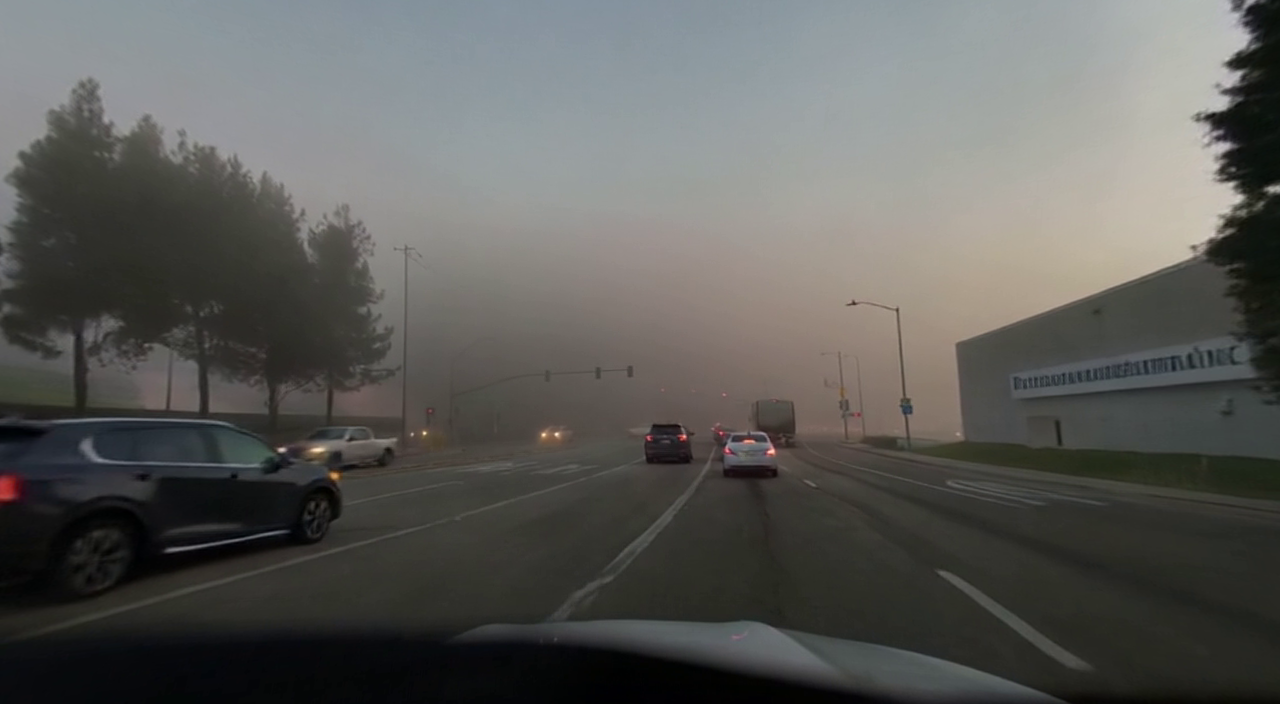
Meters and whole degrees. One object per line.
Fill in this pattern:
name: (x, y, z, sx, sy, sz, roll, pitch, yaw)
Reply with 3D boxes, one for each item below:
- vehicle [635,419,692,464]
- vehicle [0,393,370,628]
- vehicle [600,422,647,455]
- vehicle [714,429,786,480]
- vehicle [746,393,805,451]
vehicle: (1.175, 4.207, 29.458, 2.188, 1.892, 4.488, -1, -9, 8)
vehicle: (-4.841, 1.347, 6.232, 2.010, 1.515, 4.152, -1, -9, 9)
vehicle: (-0.874, 5.174, 37.499, 2.078, 1.787, 5.006, -1, -9, 7)
vehicle: (3.666, 3.434, 21.281, 2.109, 1.500, 4.585, -1, -9, 9)
vehicle: (9.798, 5.342, 46.521, 2.965, 3.900, 9.064, -1, -9, 4)
